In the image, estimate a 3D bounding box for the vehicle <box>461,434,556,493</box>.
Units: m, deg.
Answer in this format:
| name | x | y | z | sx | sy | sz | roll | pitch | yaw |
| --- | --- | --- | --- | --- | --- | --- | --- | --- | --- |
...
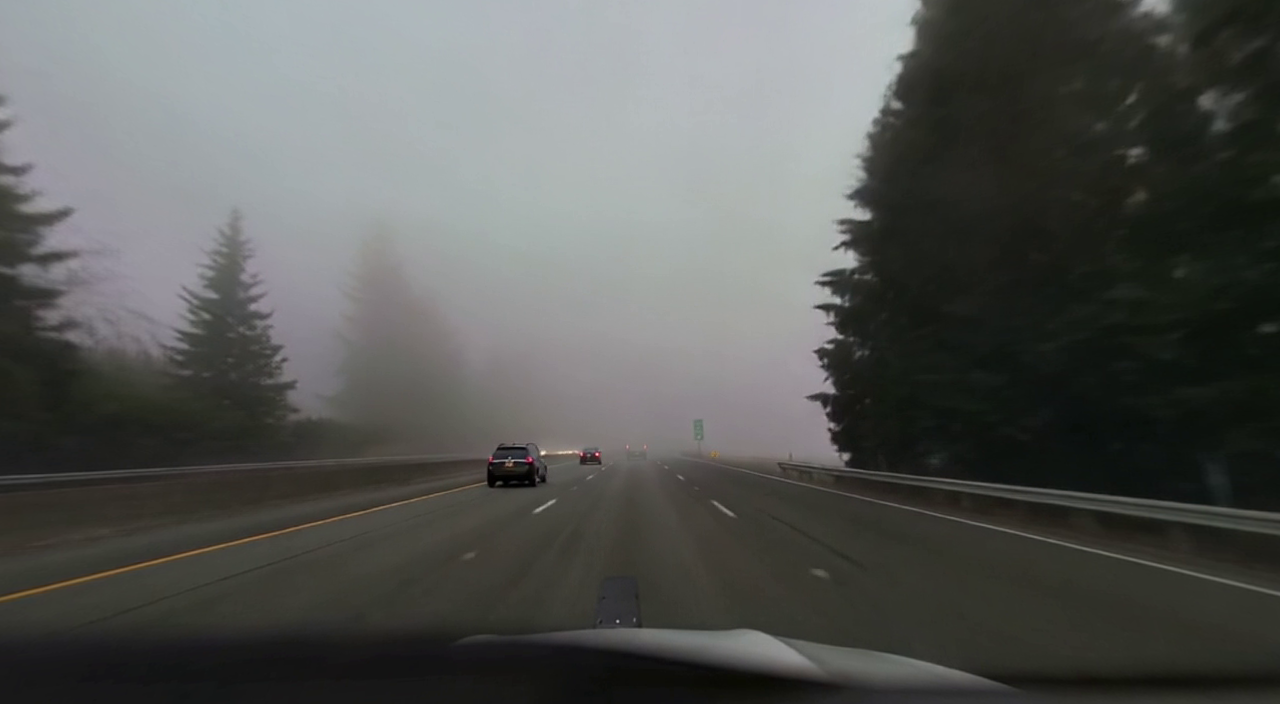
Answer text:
| name | x | y | z | sx | sy | sz | roll | pitch | yaw |
| --- | --- | --- | --- | --- | --- | --- | --- | --- | --- |
| vehicle | -4.097 | 3.561 | 20.321 | 2.151 | 1.693 | 4.201 | 0 | -9 | 0 |
